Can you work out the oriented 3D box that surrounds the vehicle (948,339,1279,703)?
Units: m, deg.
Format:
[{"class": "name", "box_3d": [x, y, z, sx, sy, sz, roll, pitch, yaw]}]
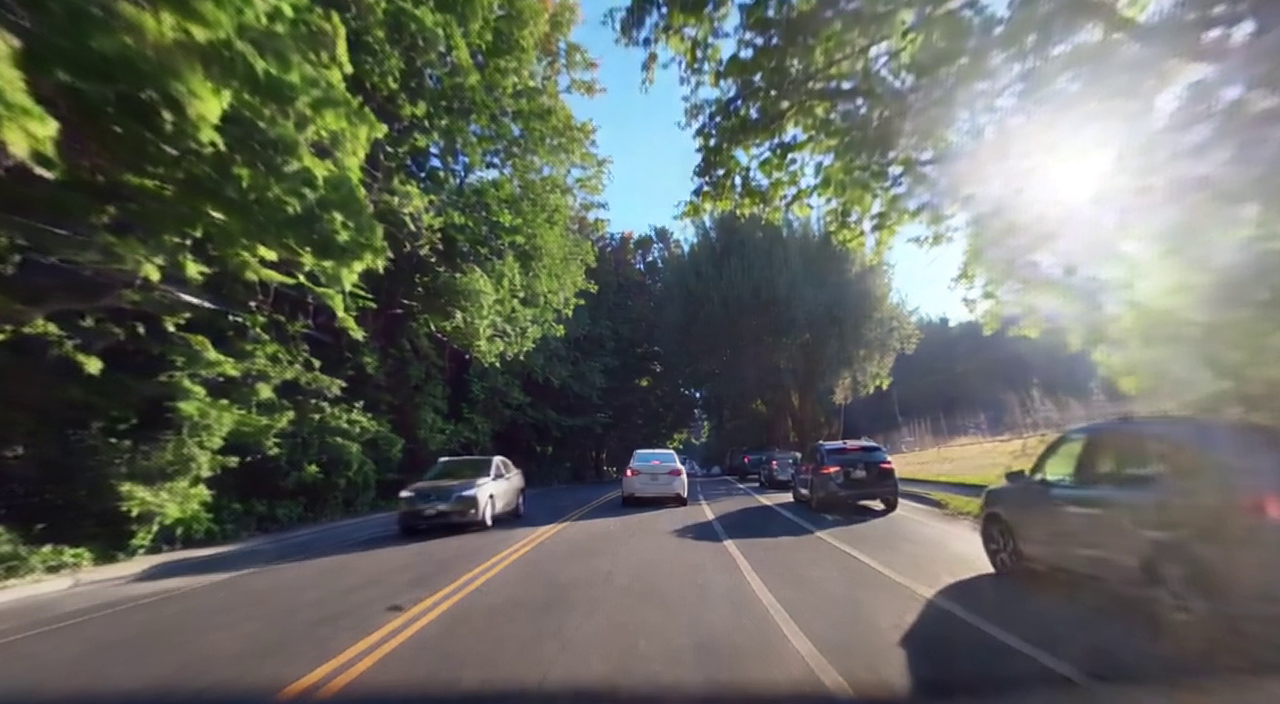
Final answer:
[{"class": "vehicle", "box_3d": [4.148, 1.004, 4.164, 1.968, 1.783, 4.826, 0, -8, 3]}]

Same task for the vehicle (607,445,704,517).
[{"class": "vehicle", "box_3d": [0.407, 3.074, 15.620, 2.078, 1.521, 4.058, 0, -8, 2]}]

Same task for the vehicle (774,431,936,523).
[{"class": "vehicle", "box_3d": [4.381, 2.606, 13.763, 1.957, 1.629, 4.609, 0, -8, 1]}]

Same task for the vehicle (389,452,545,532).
[{"class": "vehicle", "box_3d": [-3.668, 3.051, 14.393, 2.087, 1.449, 4.575, -1, -8, 3]}]
